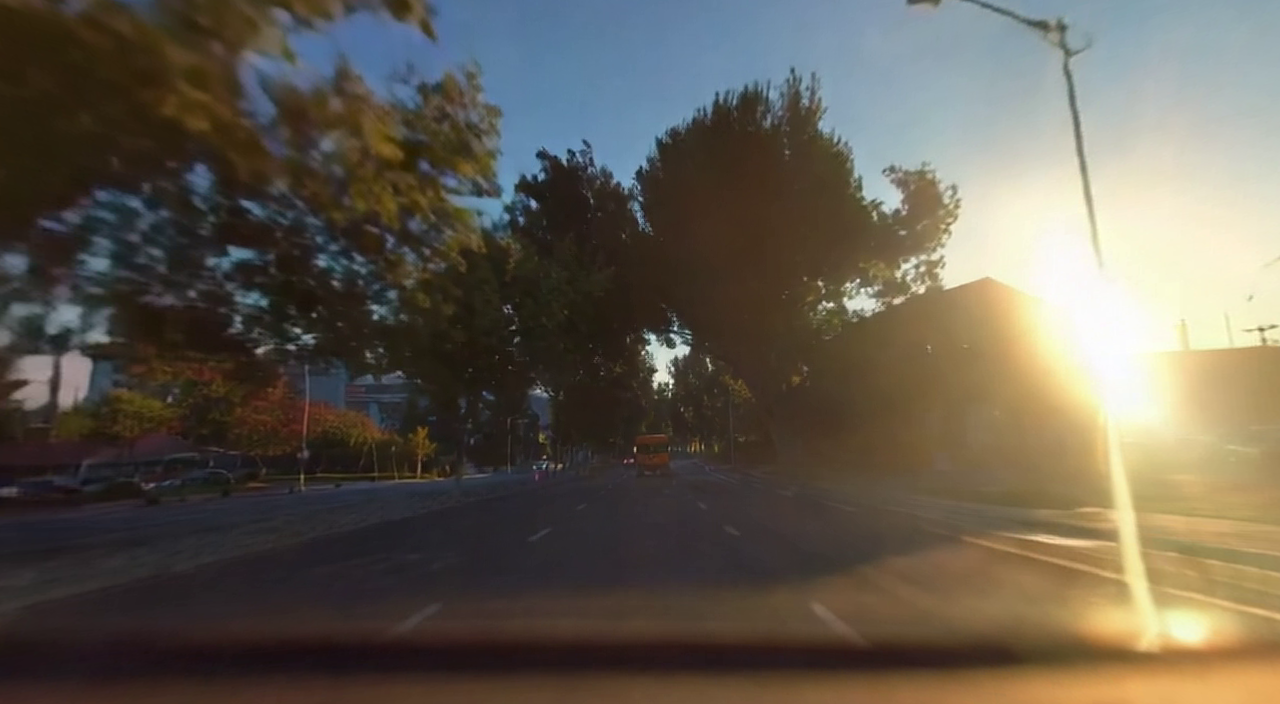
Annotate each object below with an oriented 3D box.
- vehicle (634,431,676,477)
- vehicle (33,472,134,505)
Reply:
[{"bbox_3d":[0.977,7.854,48.385,2.843,3.120,10.422,0,-10,0],"label":"vehicle"},{"bbox_3d":[-33.962,8.328,38.670,1.812,1.472,4.739,-4,-8,2],"label":"vehicle"}]
